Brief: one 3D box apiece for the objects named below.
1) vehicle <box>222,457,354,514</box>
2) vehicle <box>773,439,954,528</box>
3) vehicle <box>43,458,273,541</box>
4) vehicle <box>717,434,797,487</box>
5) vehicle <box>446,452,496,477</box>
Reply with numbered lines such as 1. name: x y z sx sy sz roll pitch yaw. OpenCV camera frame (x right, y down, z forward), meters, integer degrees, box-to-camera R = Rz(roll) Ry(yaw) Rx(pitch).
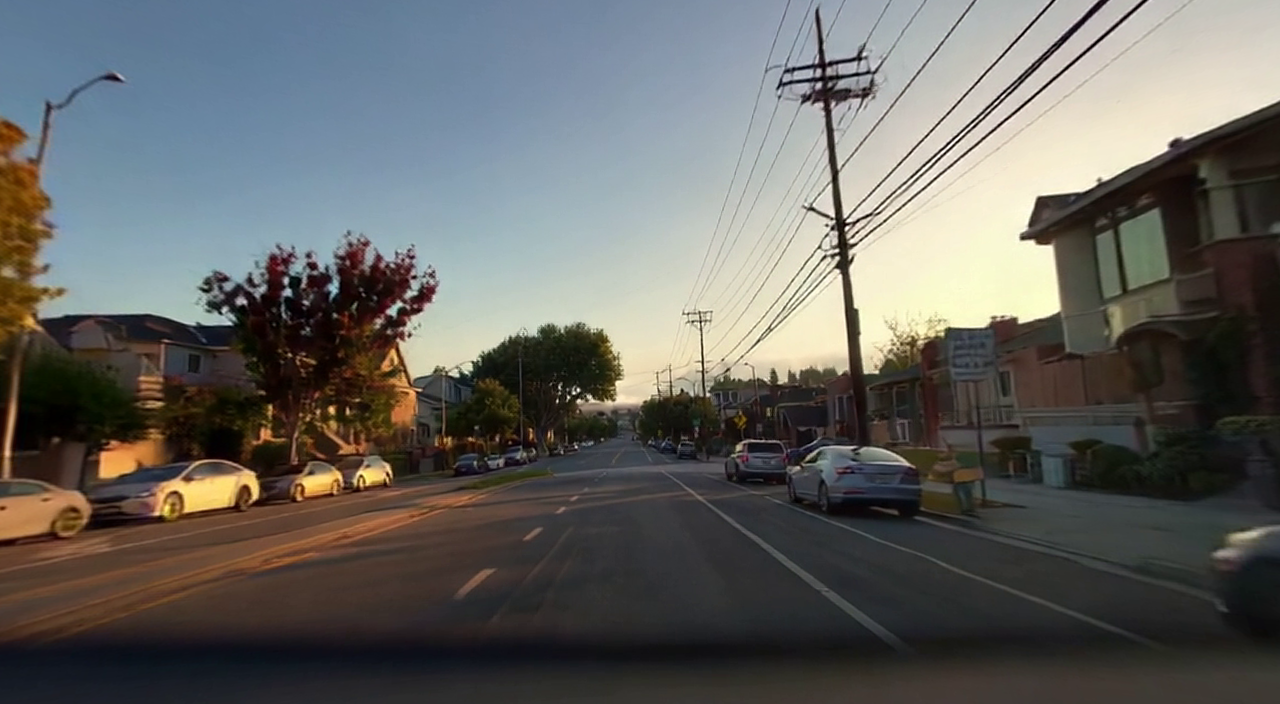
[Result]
1. vehicle: -11.025 4.174 20.222 1.804 1.513 4.450 0 -8 -2
2. vehicle: 4.265 2.567 12.976 1.989 1.471 4.460 0 -9 -1
3. vehicle: -11.024 3.343 15.049 1.955 1.522 4.759 0 -8 -4
4. vehicle: 4.383 4.127 24.320 2.126 1.802 4.259 0 -9 -2
5. vehicle: -11.438 7.641 43.140 1.970 1.523 4.702 -1 -8 2
